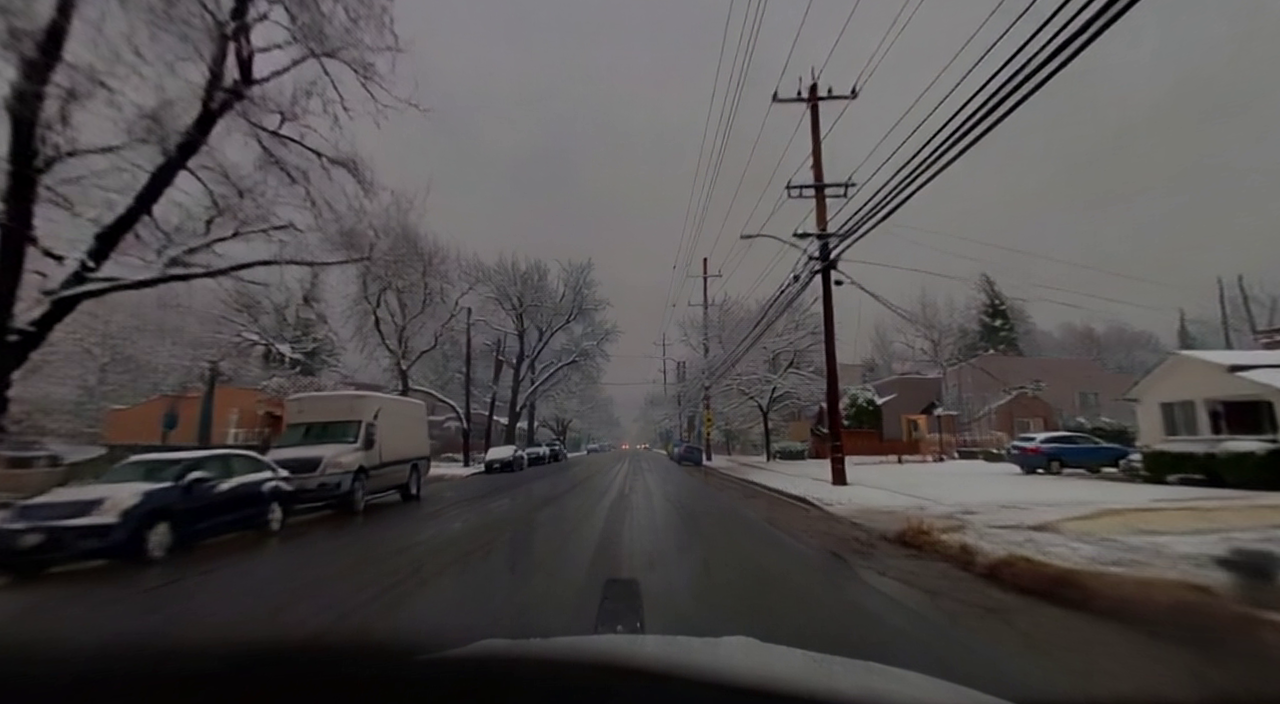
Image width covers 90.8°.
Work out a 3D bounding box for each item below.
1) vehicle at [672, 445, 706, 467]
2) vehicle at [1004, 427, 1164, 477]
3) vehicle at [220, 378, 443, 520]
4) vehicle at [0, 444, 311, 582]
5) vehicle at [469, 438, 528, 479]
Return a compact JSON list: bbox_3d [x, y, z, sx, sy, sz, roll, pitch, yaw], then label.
[{"bbox_3d":[3.290,7.058,43.064,1.869,1.453,4.237,0,-9,-2],"label":"vehicle"},{"bbox_3d":[16.050,3.658,23.017,4.275,1.645,1.874,-1,-10,1],"label":"vehicle"},{"bbox_3d":[-6.815,2.332,15.050,2.439,2.724,5.647,0,-10,-1],"label":"vehicle"},{"bbox_3d":[-6.695,2.104,8.956,1.846,1.427,4.260,-1,-10,-1],"label":"vehicle"},{"bbox_3d":[-6.794,5.150,30.774,1.963,1.820,4.297,0,-9,-1],"label":"vehicle"}]
